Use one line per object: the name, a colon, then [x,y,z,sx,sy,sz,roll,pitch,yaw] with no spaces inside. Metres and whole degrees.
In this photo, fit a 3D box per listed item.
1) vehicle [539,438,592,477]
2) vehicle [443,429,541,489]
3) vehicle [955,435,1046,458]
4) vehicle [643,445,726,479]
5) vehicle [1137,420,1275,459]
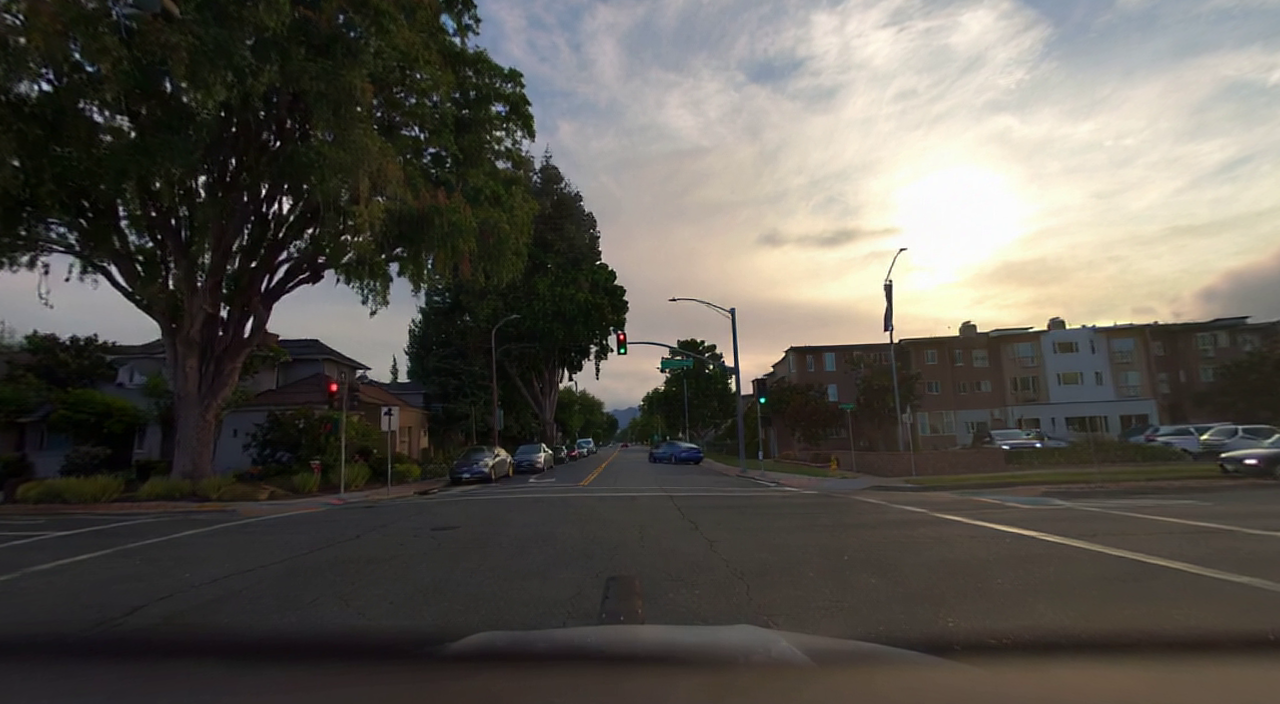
vehicle: [-3.647,5.277,31.914,2.120,1.783,4.788,0,-9,0]
vehicle: [-6.499,4.832,28.967,2.896,2.339,7.322,0,-9,-1]
vehicle: [24.971,6.553,43.829,5.172,1.515,1.851,0,-9,-2]
vehicle: [2.067,5.321,30.899,2.056,1.493,4.535,4,-9,-25]
vehicle: [33.268,5.158,37.229,5.969,2.149,2.331,0,-9,-3]
